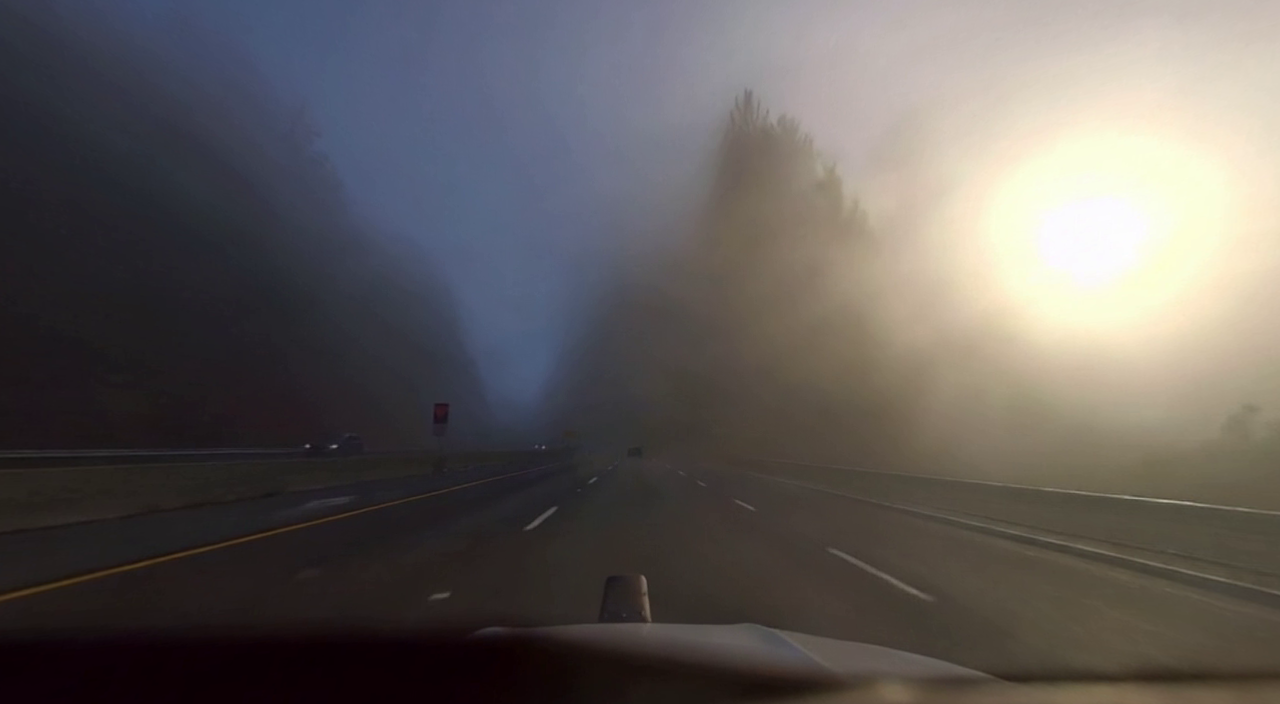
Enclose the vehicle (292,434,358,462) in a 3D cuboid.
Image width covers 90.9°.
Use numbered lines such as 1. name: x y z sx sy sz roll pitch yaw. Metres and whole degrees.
1. vehicle: -22.368 6.874 44.998 2.119 1.902 4.984 0 -9 0
